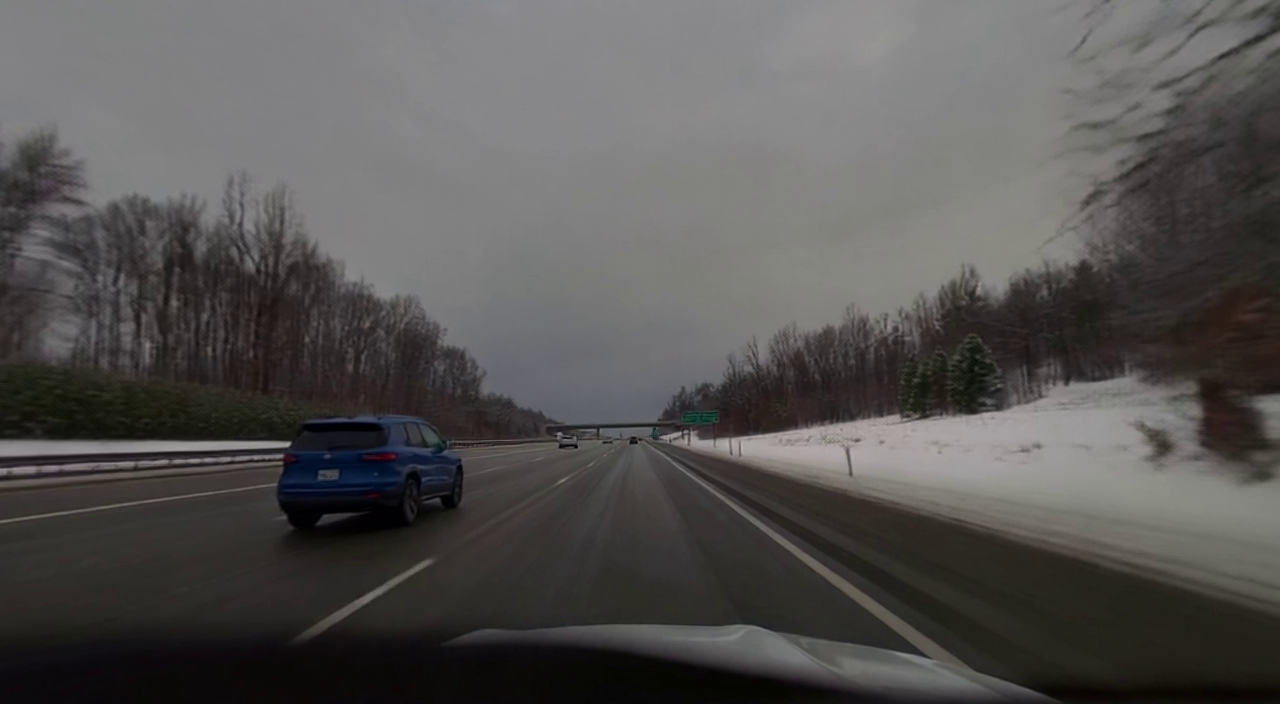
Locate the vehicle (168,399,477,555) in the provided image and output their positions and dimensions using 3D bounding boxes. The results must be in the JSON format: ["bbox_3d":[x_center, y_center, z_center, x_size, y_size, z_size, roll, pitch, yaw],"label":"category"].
[{"bbox_3d":[-4.008,1.646,9.089,2.057,1.666,4.552,0,-8,1],"label":"vehicle"}]
